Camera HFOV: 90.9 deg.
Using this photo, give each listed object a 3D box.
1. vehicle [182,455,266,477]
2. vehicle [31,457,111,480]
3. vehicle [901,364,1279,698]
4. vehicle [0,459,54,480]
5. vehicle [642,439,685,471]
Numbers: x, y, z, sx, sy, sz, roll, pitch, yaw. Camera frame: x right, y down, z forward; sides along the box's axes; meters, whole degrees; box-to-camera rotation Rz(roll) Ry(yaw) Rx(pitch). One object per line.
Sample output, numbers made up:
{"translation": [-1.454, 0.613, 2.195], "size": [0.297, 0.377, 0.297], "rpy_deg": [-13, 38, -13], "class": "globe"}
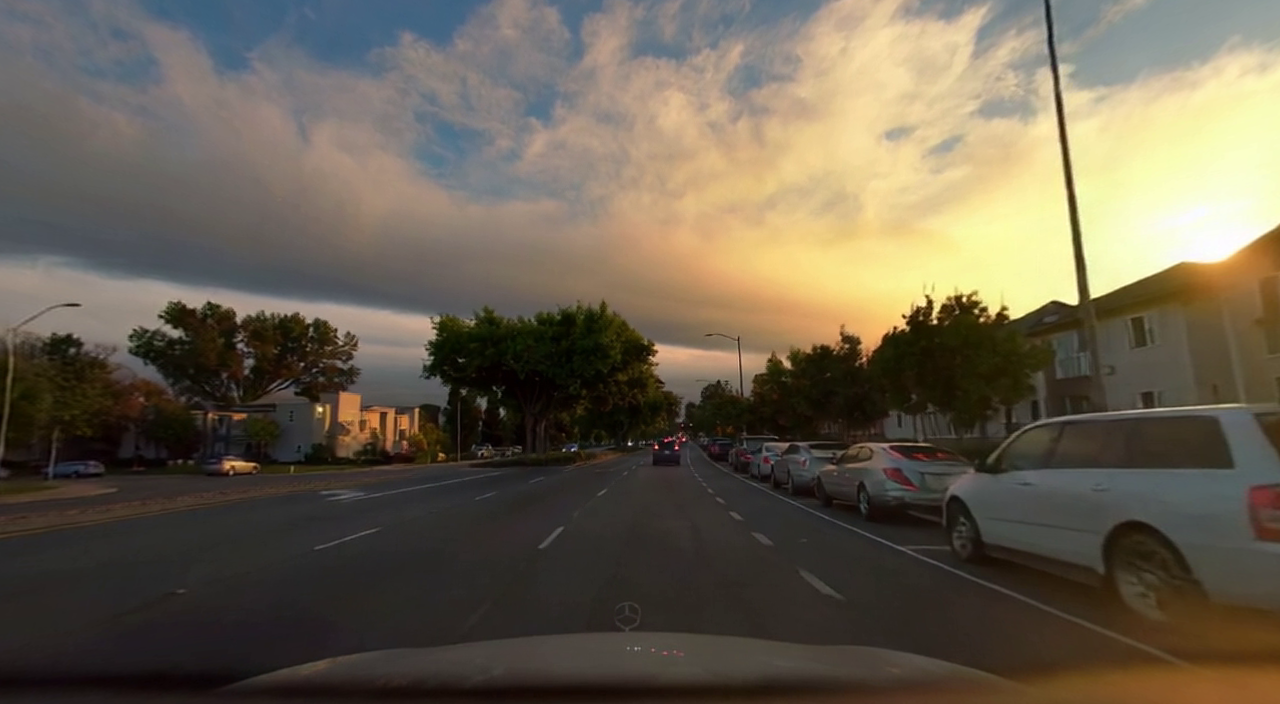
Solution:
{"translation": [-29.604, 8.091, 44.963], "size": [4.591, 1.468, 1.805], "rpy_deg": [1, -8, -9], "class": "vehicle"}
{"translation": [-41.120, 8.411, 45.581], "size": [4.292, 1.497, 1.883], "rpy_deg": [-1, -8, 8], "class": "vehicle"}
{"translation": [4.323, 1.268, 5.531], "size": [1.973, 1.749, 4.608], "rpy_deg": [0, -8, -1], "class": "vehicle"}
{"translation": [-45.658, 8.623, 46.227], "size": [3.970, 1.434, 1.688], "rpy_deg": [-2, -8, 10], "class": "vehicle"}
{"translation": [1.181, 5.158, 31.723], "size": [2.011, 1.480, 4.170], "rpy_deg": [0, -8, 2], "class": "vehicle"}
